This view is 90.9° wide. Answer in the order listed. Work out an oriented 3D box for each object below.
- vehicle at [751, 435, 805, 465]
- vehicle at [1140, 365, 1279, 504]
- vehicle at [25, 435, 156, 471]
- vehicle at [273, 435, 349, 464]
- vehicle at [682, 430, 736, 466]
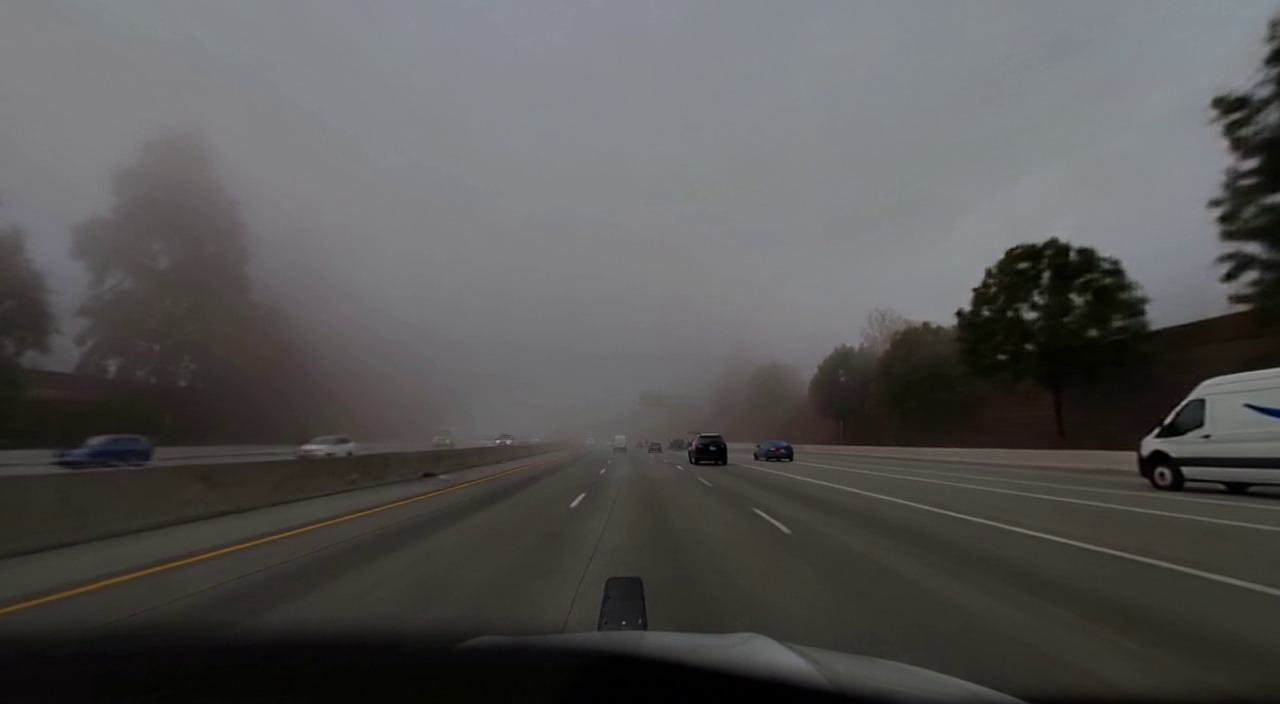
[{"bbox_3d":[7.208,5.184,33.361,1.798,1.473,4.077,0,-8,-2],"label":"vehicle"},{"bbox_3d":[14.203,1.646,12.723,2.274,2.802,6.802,0,-8,-3],"label":"vehicle"},{"bbox_3d":[-25.345,4.661,29.358,1.927,1.488,4.649,0,-8,-1],"label":"vehicle"},{"bbox_3d":[-17.841,5.300,34.465,1.851,1.457,4.369,0,-8,-1],"label":"vehicle"},{"bbox_3d":[3.554,5.010,33.116,2.141,1.732,4.279,0,-8,-3],"label":"vehicle"}]
